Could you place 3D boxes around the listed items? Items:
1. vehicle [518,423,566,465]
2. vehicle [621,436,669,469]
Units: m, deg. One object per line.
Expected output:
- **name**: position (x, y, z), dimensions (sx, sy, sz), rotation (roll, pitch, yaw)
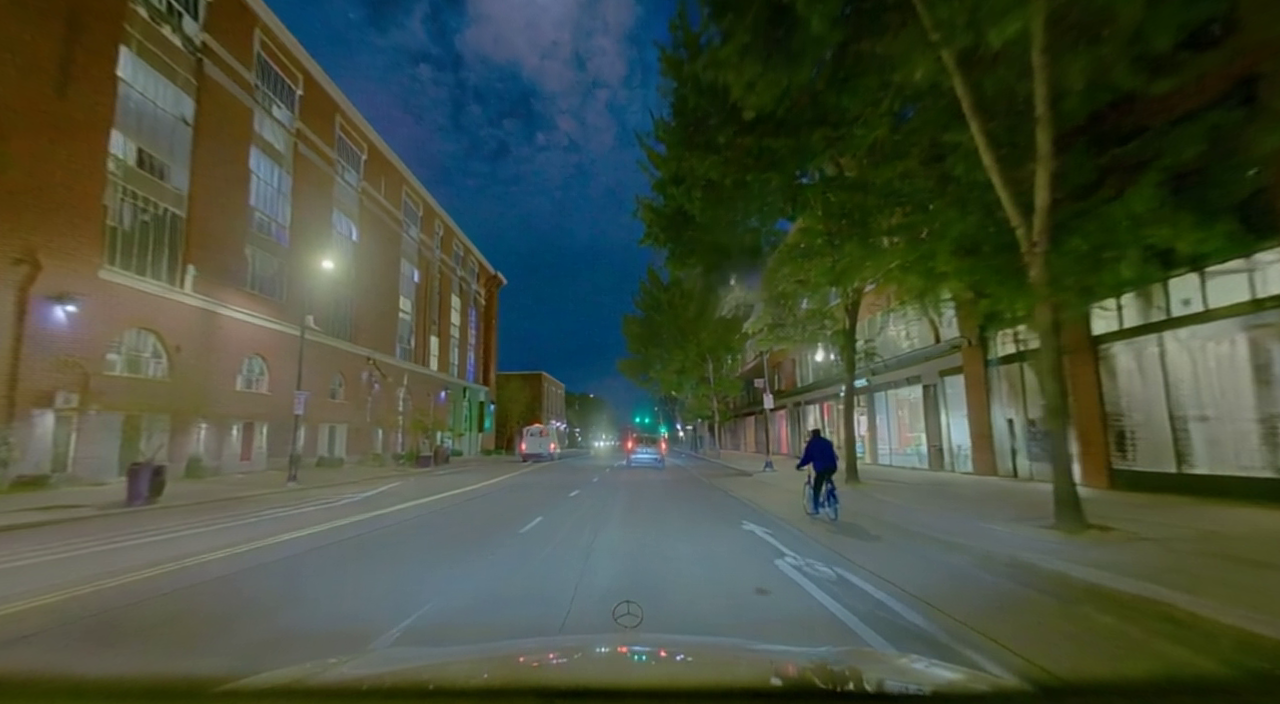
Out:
- **vehicle**: position (-6.599, 6.245, 43.059), dimensions (2.418, 2.620, 5.522), rotation (-1, -8, 0)
- **vehicle**: position (0.300, 5.220, 32.935), dimensions (2.356, 1.572, 4.810), rotation (0, -8, 1)
